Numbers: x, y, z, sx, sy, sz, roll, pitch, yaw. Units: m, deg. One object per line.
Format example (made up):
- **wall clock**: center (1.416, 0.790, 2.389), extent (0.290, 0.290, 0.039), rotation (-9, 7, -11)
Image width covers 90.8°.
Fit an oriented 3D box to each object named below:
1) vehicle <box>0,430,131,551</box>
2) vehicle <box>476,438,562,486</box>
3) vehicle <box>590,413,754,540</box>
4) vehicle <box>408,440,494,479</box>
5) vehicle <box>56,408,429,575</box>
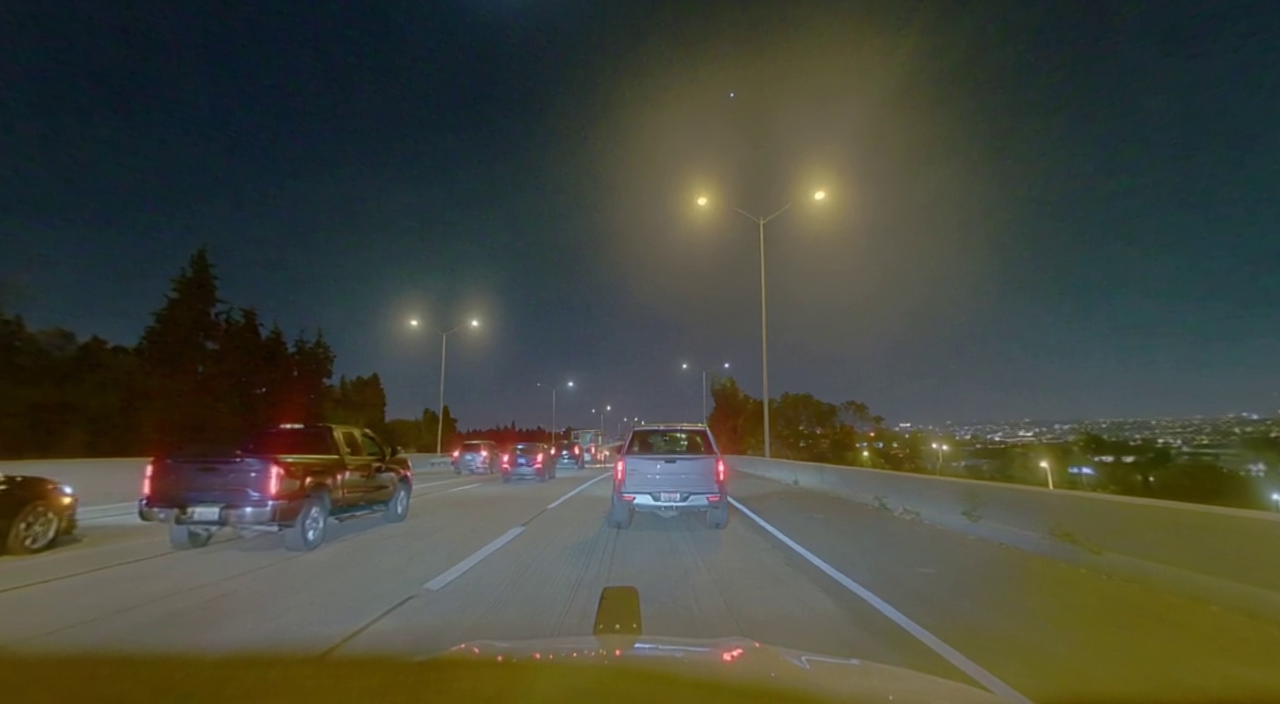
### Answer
- **vehicle**: center (-8.992, 1.692, 7.586), extent (1.892, 1.498, 4.417), rotation (-1, -9, 4)
- **vehicle**: center (-4.023, 3.718, 21.652), extent (1.868, 1.470, 4.105), rotation (-1, -9, 4)
- **vehicle**: center (0.508, 2.042, 10.931), extent (2.235, 1.716, 4.435), rotation (-1, -9, 2)
- **vehicle**: center (-7.626, 4.389, 25.962), extent (1.925, 1.454, 4.270), rotation (-1, -9, 5)
- **vehicle**: center (-4.846, 1.758, 8.724), extent (2.076, 1.688, 4.334), rotation (-1, -9, 5)
